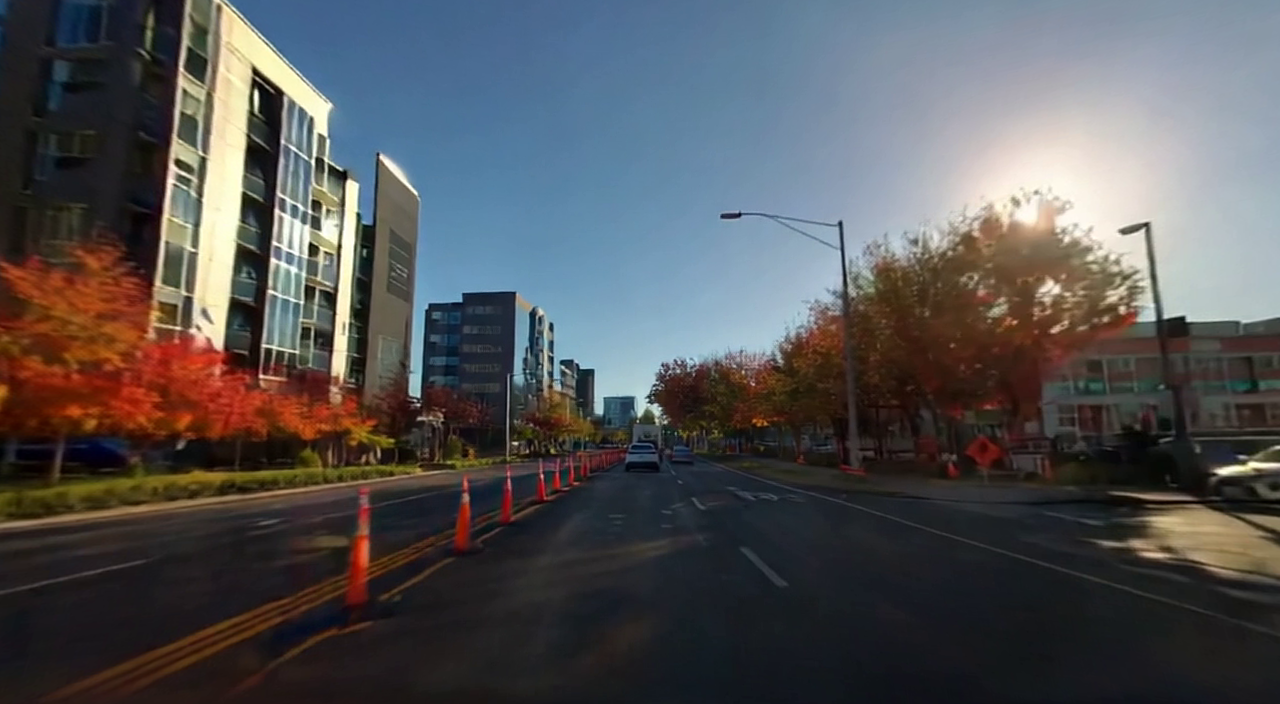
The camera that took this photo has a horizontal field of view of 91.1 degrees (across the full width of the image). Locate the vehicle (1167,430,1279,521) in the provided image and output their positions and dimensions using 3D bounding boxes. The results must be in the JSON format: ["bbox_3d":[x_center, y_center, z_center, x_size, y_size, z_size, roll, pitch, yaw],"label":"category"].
[{"bbox_3d":[14.706,2.618,13.588,4.655,1.798,2.050,0,-8,0],"label":"vehicle"}]

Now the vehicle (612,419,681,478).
[{"bbox_3d":[0.337,4.354,28.471,2.762,2.309,6.723,0,-8,1],"label":"vehicle"}]
